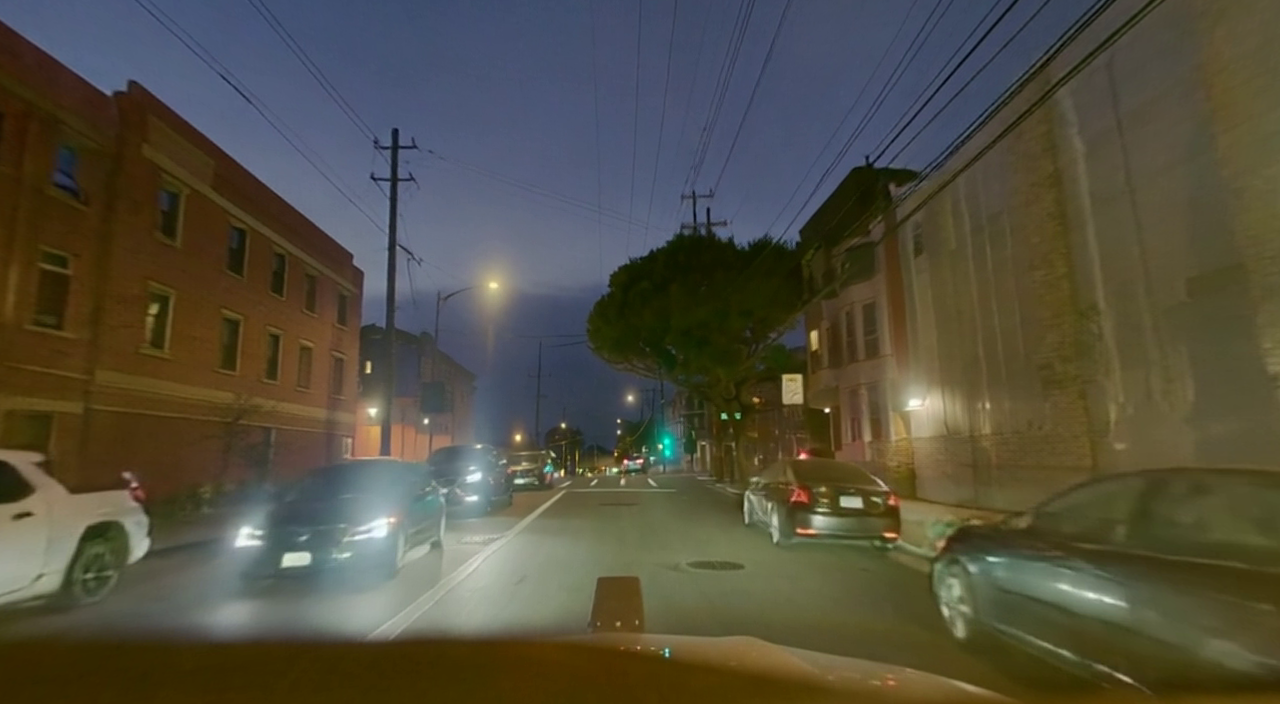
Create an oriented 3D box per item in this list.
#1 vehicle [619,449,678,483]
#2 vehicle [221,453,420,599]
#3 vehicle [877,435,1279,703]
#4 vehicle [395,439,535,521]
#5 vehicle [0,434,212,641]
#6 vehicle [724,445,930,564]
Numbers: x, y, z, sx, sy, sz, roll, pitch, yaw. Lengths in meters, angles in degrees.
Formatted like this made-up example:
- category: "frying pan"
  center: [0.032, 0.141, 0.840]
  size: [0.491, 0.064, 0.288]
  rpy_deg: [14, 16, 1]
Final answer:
- category: "vehicle"
  center: [0.547, 6.266, 35.152]
  size: [2.059, 1.736, 3.994]
  rpy_deg: [-4, -9, 21]
- category: "vehicle"
  center: [-4.916, 2.287, 9.423]
  size: [1.994, 1.510, 4.802]
  rpy_deg: [5, -10, -32]
- category: "vehicle"
  center: [3.142, 1.174, 3.142]
  size: [1.946, 1.474, 4.710]
  rpy_deg: [0, -9, -2]
- category: "vehicle"
  center: [-4.416, 3.306, 16.921]
  size: [2.236, 1.834, 4.743]
  rpy_deg: [-1, -9, 2]
- category: "vehicle"
  center: [-7.001, 1.712, 5.812]
  size: [2.263, 1.882, 5.706]
  rpy_deg: [0, -9, -2]
- category: "vehicle"
  center: [2.733, 2.330, 10.492]
  size: [1.913, 1.509, 4.436]
  rpy_deg: [0, -9, -2]
